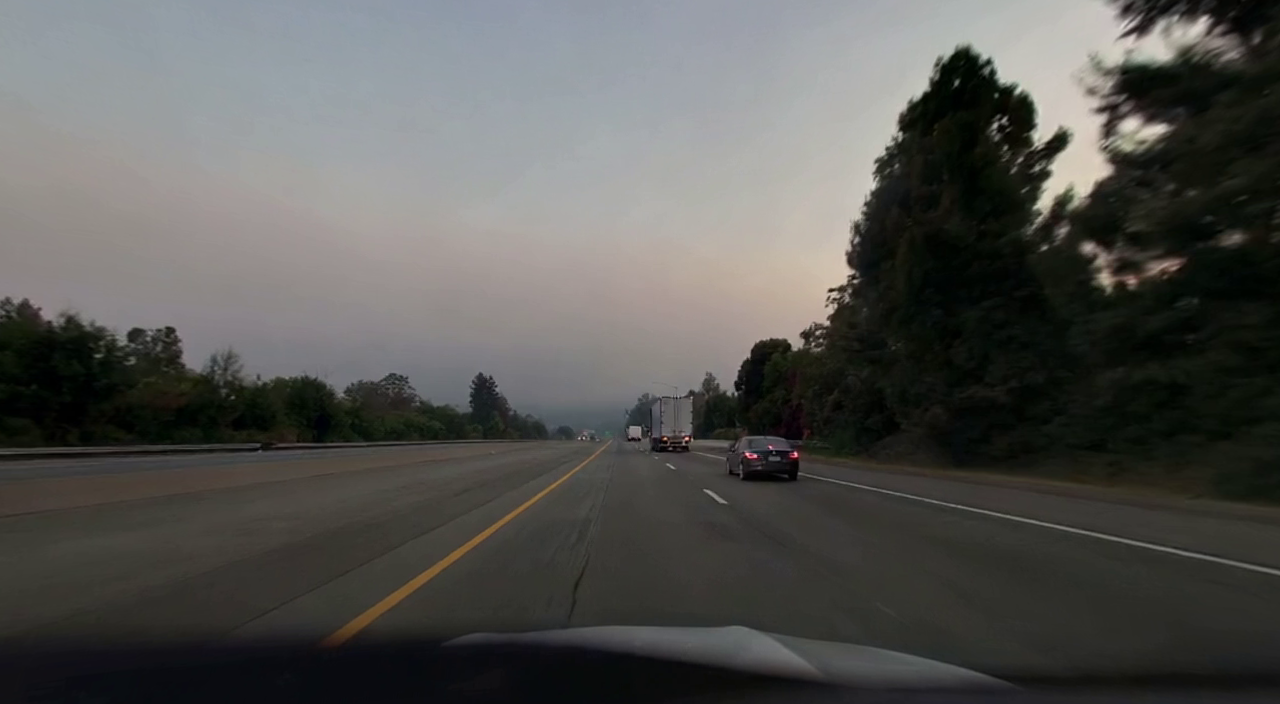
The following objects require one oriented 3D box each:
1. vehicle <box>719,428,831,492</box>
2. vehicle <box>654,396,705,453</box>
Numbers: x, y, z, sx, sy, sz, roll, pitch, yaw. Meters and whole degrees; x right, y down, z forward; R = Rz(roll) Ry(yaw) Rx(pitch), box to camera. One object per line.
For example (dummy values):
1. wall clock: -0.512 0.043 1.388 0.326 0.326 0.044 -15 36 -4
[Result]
1. vehicle: 3.467 2.833 16.969 1.984 1.482 3.833 0 -8 -3
2. vehicle: 2.891 5.851 49.984 2.911 3.994 10.840 0 -8 -2
